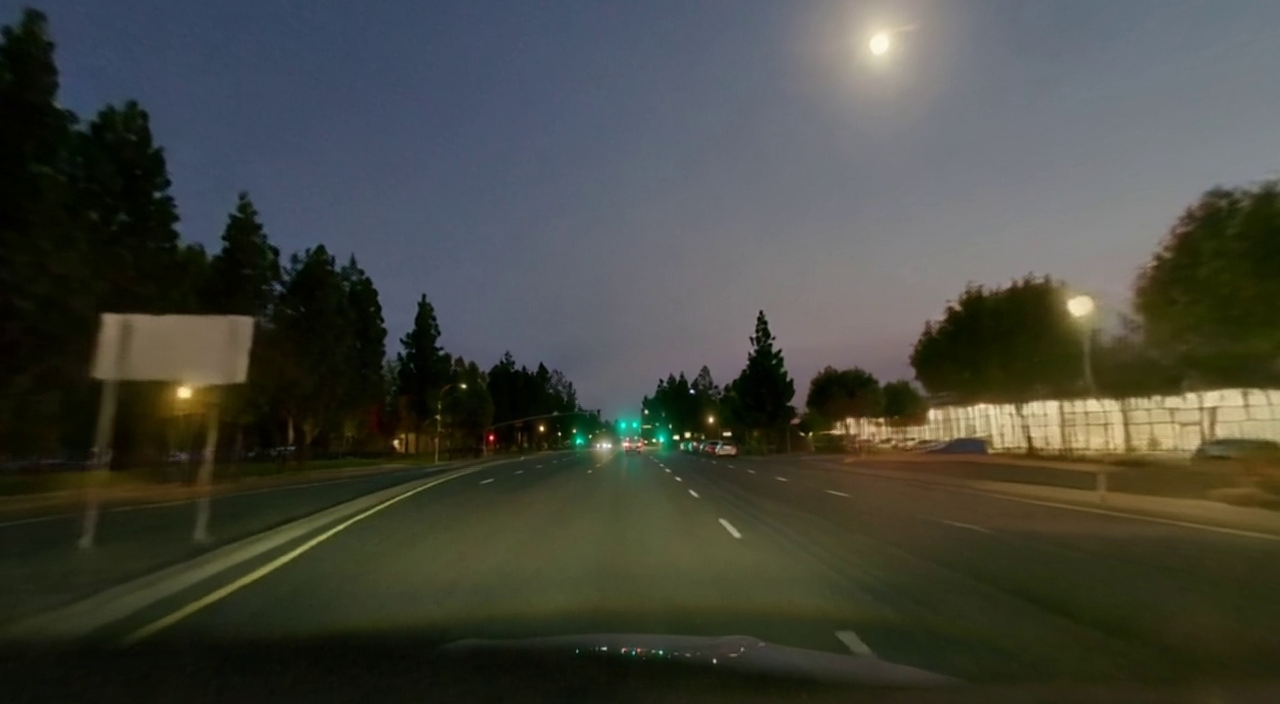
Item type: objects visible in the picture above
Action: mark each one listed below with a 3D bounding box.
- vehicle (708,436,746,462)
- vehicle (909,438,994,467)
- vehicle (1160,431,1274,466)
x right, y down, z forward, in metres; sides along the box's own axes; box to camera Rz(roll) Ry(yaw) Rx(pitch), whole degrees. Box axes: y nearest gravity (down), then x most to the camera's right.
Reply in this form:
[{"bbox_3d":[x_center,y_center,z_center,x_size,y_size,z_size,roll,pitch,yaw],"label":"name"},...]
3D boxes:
[{"bbox_3d":[6.252,7.074,46.017,1.985,1.758,4.523,0,-9,-2],"label":"vehicle"},{"bbox_3d":[17.775,5.746,36.101,3.923,1.575,1.882,2,-9,-12],"label":"vehicle"},{"bbox_3d":[30.928,5.200,33.938,4.454,1.778,2.070,1,-9,-10],"label":"vehicle"}]
